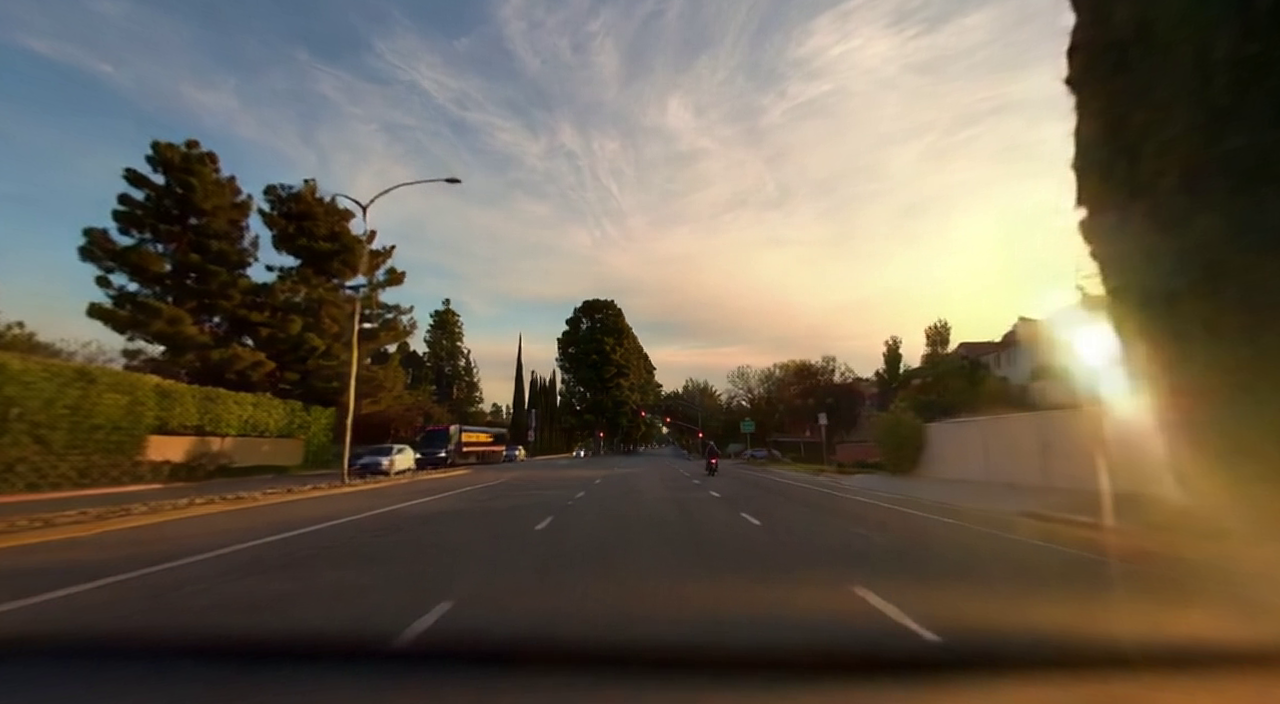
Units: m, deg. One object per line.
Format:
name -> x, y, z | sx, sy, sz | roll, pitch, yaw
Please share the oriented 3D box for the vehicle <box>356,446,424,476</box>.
vehicle -> -13.814, 6.029, 35.114 | 1.888, 1.456, 4.406 | -1, -8, 1
